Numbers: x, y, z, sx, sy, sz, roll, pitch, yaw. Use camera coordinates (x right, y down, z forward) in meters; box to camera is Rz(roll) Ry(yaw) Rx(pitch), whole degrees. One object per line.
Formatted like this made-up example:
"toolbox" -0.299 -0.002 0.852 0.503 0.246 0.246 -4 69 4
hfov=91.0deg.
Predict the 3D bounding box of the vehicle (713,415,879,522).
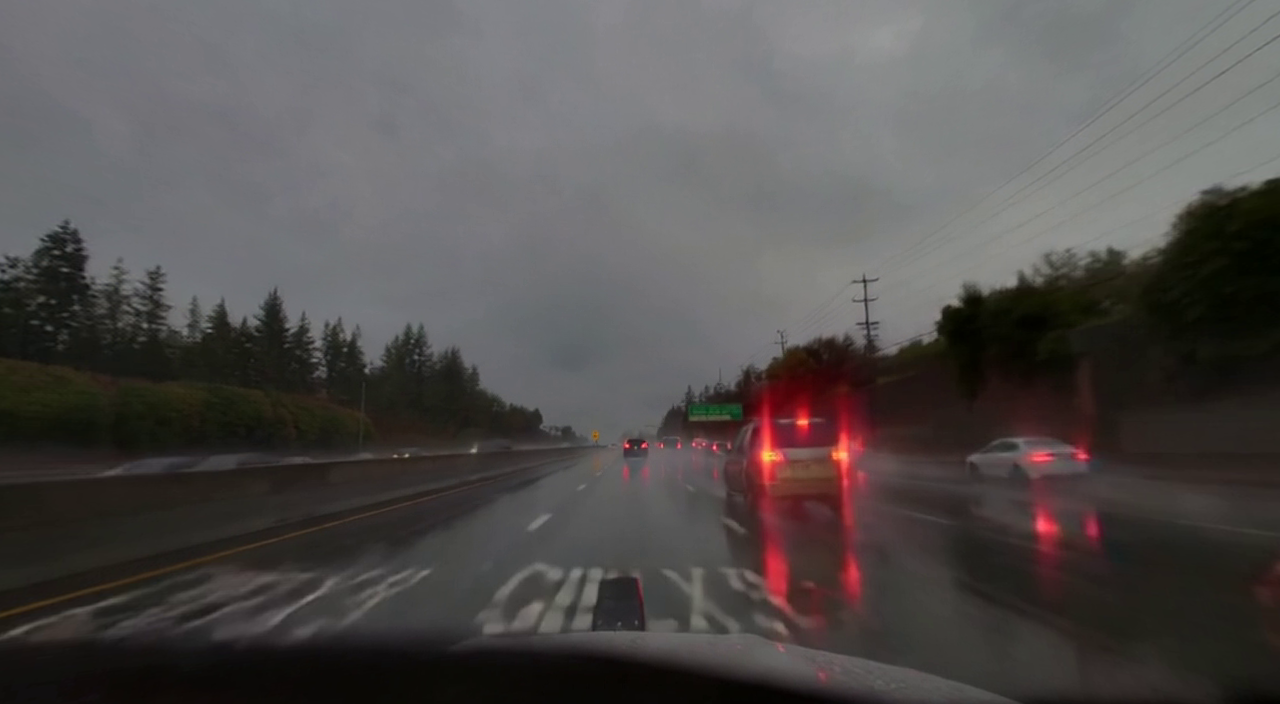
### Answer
"vehicle" 2.995 2.381 13.402 2.152 1.821 4.853 0 -8 -2

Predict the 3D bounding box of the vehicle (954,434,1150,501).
"vehicle" 10.331 2.920 16.347 1.890 1.474 4.662 0 -9 0

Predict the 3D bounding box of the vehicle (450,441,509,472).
"vehicle" -8.917 5.839 35.422 2.047 1.650 4.600 0 -8 0

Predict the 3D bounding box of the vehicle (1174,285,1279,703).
"vehicle" 3.451 0.406 0.313 2.095 1.886 4.727 0 -8 -1

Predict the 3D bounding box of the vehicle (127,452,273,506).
"vehicle" -15.390 4.436 22.407 1.995 1.664 4.401 0 -8 0

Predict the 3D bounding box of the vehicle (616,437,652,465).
"vehicle" -0.424 6.793 43.230 2.314 1.796 4.254 0 -8 -1

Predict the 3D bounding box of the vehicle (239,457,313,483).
"vehicle" -23.134 7.478 40.204 1.900 1.477 4.797 0 -8 -1
